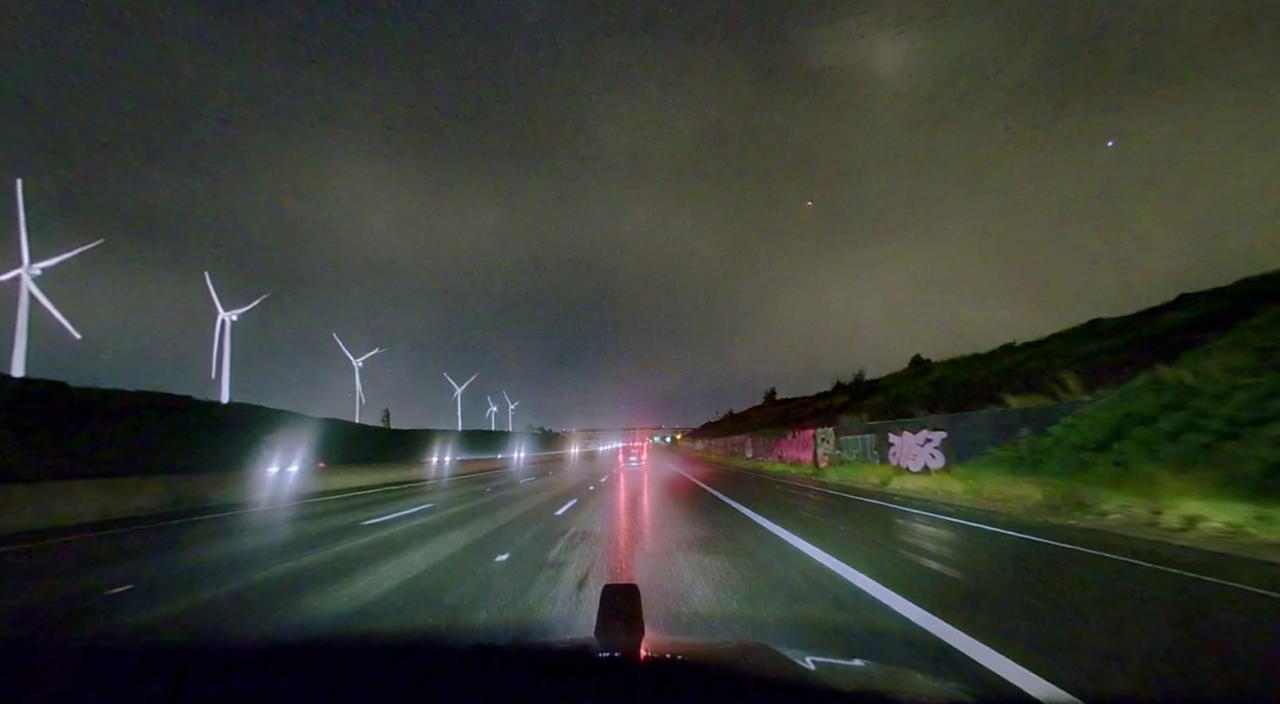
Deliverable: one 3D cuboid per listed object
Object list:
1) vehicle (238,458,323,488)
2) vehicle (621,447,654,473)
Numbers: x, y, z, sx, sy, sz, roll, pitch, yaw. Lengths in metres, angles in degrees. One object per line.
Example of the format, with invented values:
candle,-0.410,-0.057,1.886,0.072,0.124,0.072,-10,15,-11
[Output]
vehicle,-18.671,6.271,33.020,1.822,1.421,4.406,0,-9,1
vehicle,-0.146,6.640,38.958,1.870,1.481,4.234,0,-9,0
